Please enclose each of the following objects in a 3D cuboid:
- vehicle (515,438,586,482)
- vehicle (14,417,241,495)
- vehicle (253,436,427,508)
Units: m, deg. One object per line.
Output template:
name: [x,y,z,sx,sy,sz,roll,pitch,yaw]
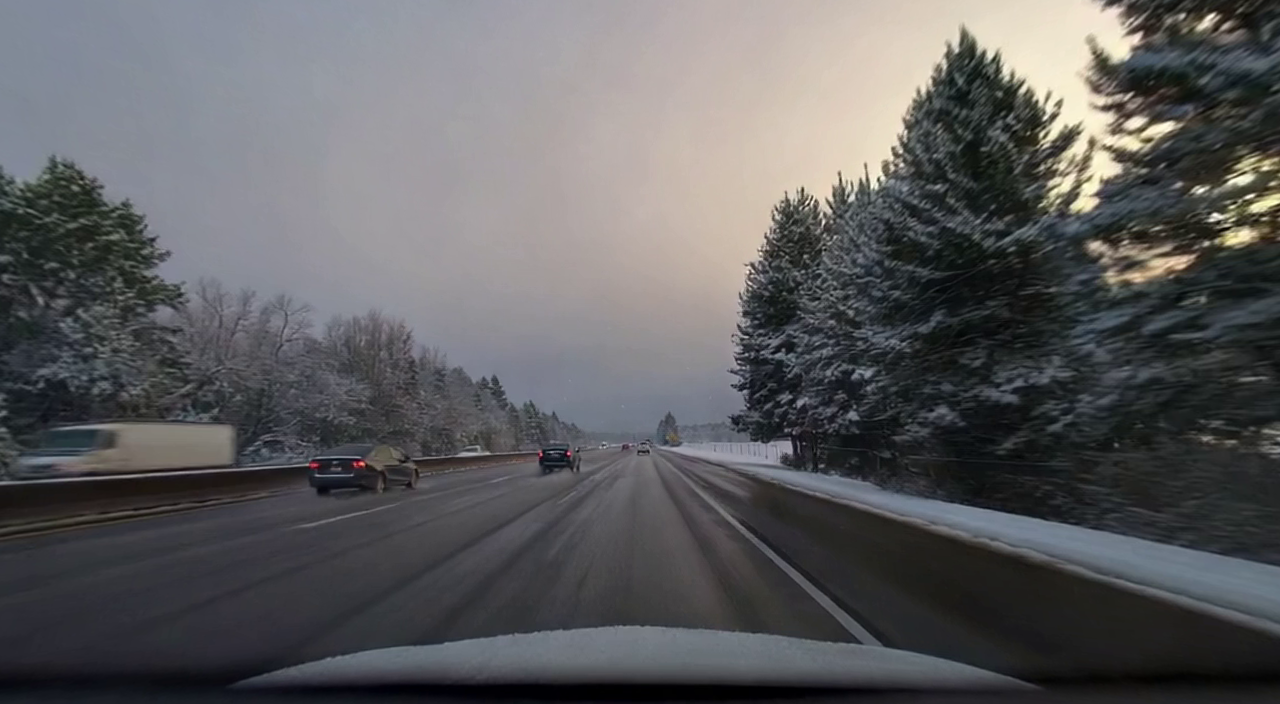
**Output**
vehicle: [-3.506,4.349,25.594,2.083,1.588,4.801,0,-9,1]
vehicle: [-19.560,4.041,24.827,2.857,2.607,7.051,0,-9,1]
vehicle: [-7.181,2.911,15.779,2.034,1.523,4.627,0,-9,1]
